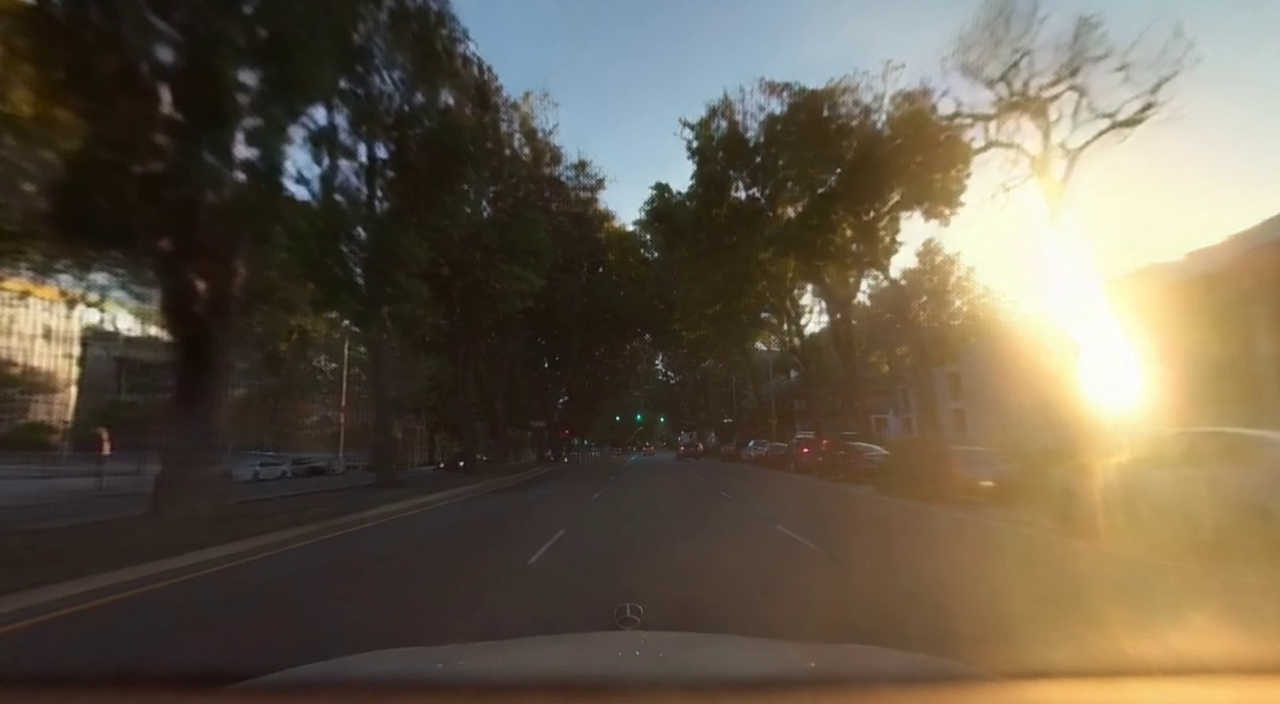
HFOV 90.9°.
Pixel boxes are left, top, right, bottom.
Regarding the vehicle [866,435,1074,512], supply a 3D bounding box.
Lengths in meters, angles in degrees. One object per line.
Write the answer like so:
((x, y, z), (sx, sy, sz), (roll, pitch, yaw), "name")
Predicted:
((7.344, 2.755, 14.847), (2.196, 1.471, 4.999), (0, -8, 0), "vehicle")

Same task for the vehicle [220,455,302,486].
((-21.907, 6.850, 36.705), (1.909, 1.495, 4.786), (-3, -8, -1), "vehicle")

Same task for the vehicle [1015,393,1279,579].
((7.352, 1.630, 8.317), (1.908, 1.833, 4.711), (0, -8, 1), "vehicle")

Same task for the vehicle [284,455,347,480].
((-21.753, 7.736, 42.500), (1.821, 1.496, 4.724), (-2, -8, -1), "vehicle")

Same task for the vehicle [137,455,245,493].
((-22.014, 5.957, 31.194), (1.968, 1.615, 4.591), (0, -8, 0), "vehicle")

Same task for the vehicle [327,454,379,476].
((-21.715, 8.530, 47.893), (1.922, 1.545, 4.178), (-1, -8, 1), "vehicle")

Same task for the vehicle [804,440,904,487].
((7.380, 3.873, 22.288), (1.850, 1.448, 4.844), (0, -8, 0), "vehicle")
